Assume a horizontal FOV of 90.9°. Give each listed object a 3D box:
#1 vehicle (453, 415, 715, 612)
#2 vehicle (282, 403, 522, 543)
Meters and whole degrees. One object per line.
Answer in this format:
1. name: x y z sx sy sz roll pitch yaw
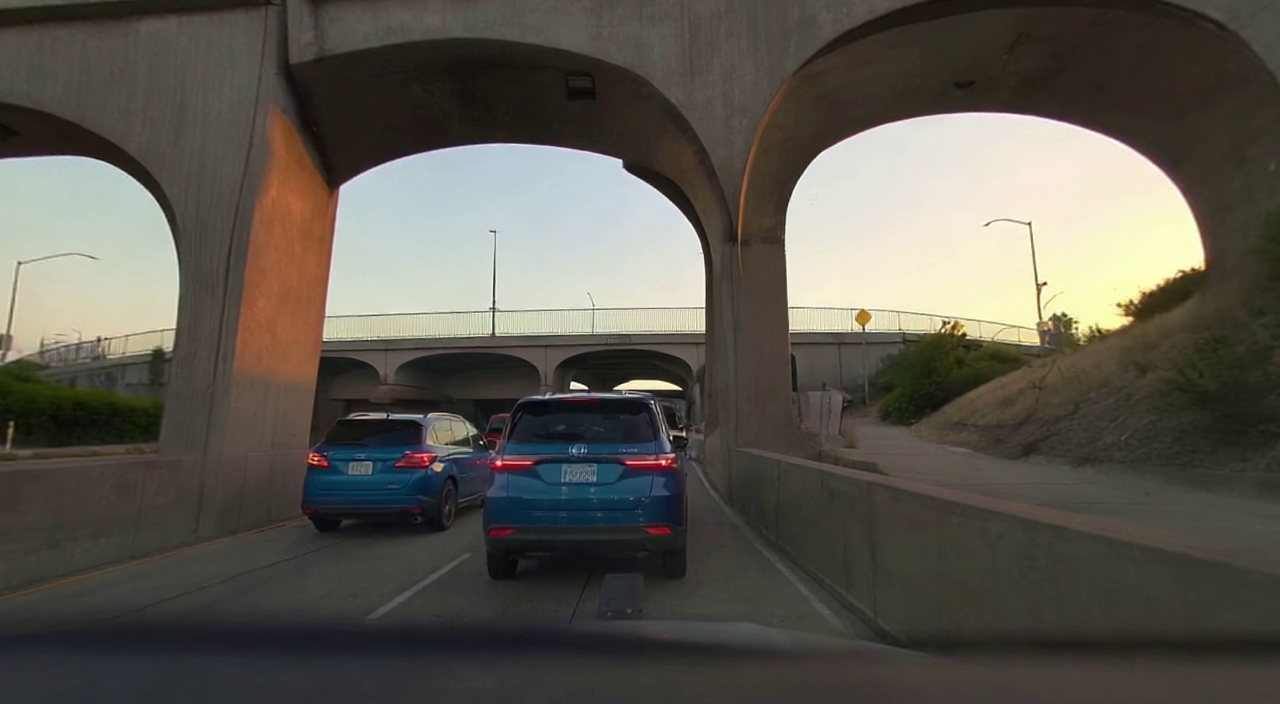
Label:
1. vehicle: -0.315 1.540 6.951 2.020 1.478 4.092 -1 -8 4
2. vehicle: -3.458 1.873 10.354 2.017 1.761 4.572 0 -8 2
